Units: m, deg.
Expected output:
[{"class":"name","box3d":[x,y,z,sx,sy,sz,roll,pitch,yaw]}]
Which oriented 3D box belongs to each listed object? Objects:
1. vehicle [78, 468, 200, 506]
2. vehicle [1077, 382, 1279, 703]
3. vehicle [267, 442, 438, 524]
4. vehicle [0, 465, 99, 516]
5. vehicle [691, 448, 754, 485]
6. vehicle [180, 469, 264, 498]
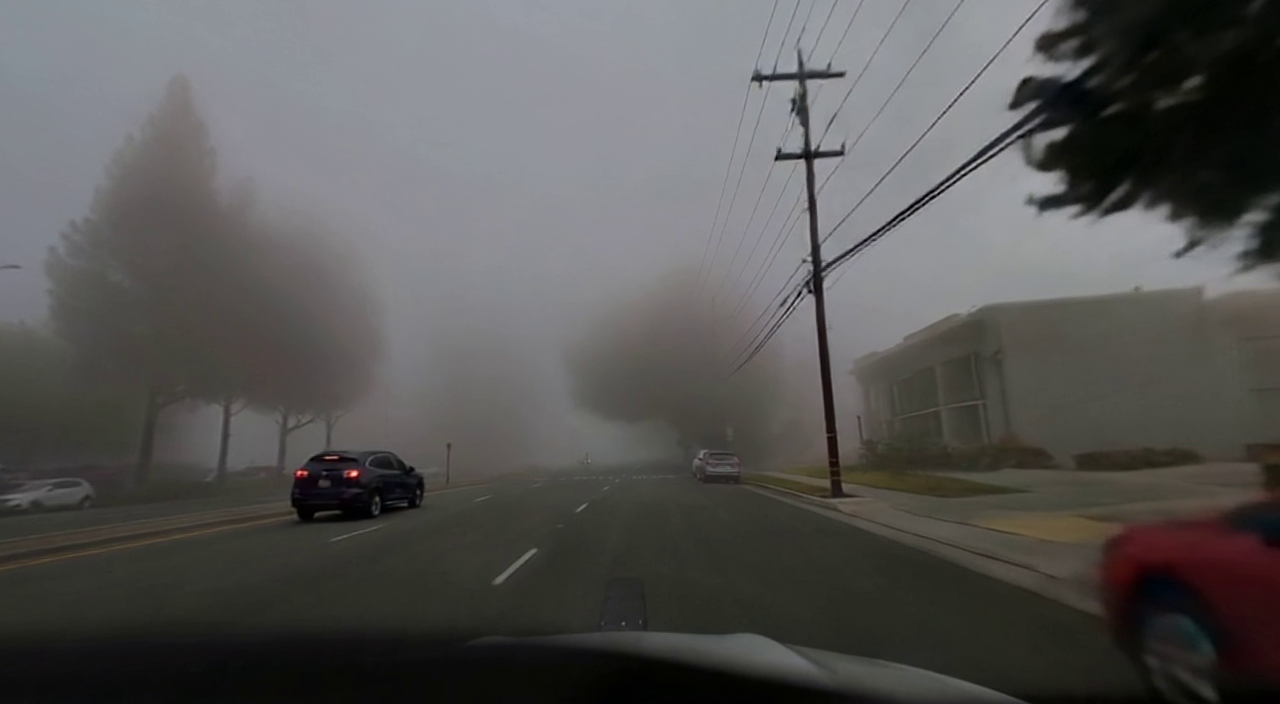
[{"class":"vehicle","box3d":[-25.614,6.888,32.566,1.912,1.538,5.264,-1,-8,1]},{"class":"vehicle","box3d":[3.508,0.767,1.471,2.022,1.592,4.111,-1,-8,1]},{"class":"vehicle","box3d":[-6.691,3.050,15.380,2.000,1.671,4.497,-1,-8,1]},{"class":"vehicle","box3d":[-25.659,5.716,26.325,1.894,1.787,4.711,-1,-8,1]},{"class":"vehicle","box3d":[3.641,5.145,28.648,2.259,1.500,4.474,0,-8,0]},{"class":"vehicle","box3d":[-25.532,8.044,38.733,1.883,1.451,4.676,-1,-8,1]}]
